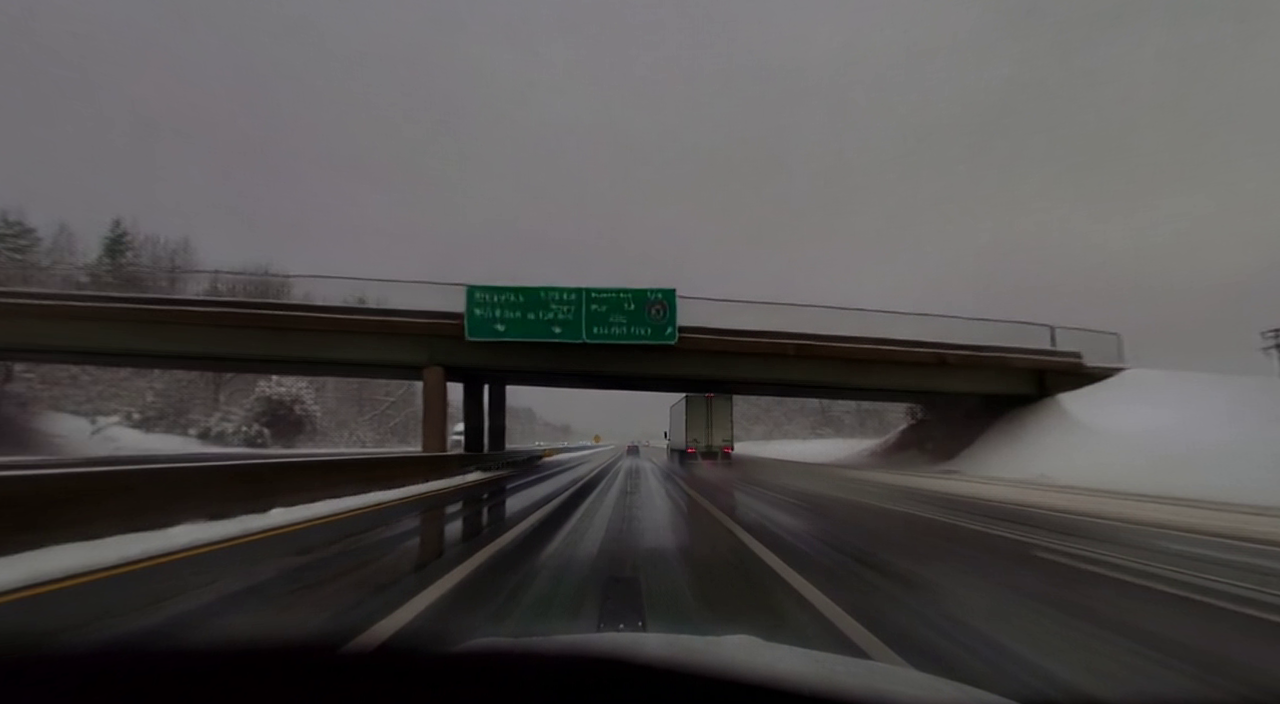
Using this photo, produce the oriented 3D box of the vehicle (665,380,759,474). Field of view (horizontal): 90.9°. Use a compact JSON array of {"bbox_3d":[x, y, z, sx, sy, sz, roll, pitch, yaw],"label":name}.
[{"bbox_3d":[3.543,4.486,35.795,3.323,4.262,14.056,0,-9,-2],"label":"vehicle"}]
